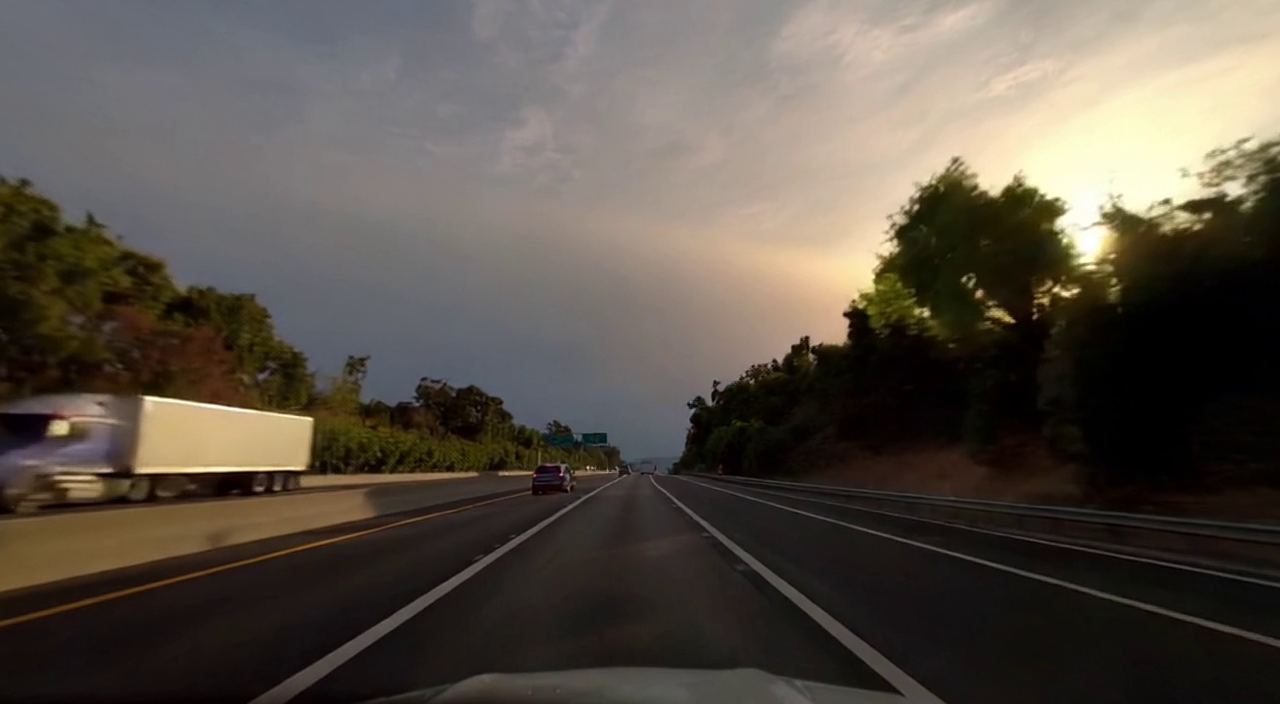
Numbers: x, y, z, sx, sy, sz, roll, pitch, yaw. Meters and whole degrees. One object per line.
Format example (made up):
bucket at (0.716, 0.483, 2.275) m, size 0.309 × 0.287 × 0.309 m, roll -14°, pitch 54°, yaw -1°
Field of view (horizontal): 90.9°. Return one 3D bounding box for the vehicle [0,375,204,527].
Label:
vehicle at (-17.347, 2.932, 18.313) m, size 2.944 × 3.713 × 8.529 m, roll 1°, pitch -11°, yaw 1°

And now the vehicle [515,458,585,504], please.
vehicle at (-3.551, 5.225, 25.726) m, size 2.053 × 1.657 × 4.725 m, roll 1°, pitch -10°, yaw 1°
